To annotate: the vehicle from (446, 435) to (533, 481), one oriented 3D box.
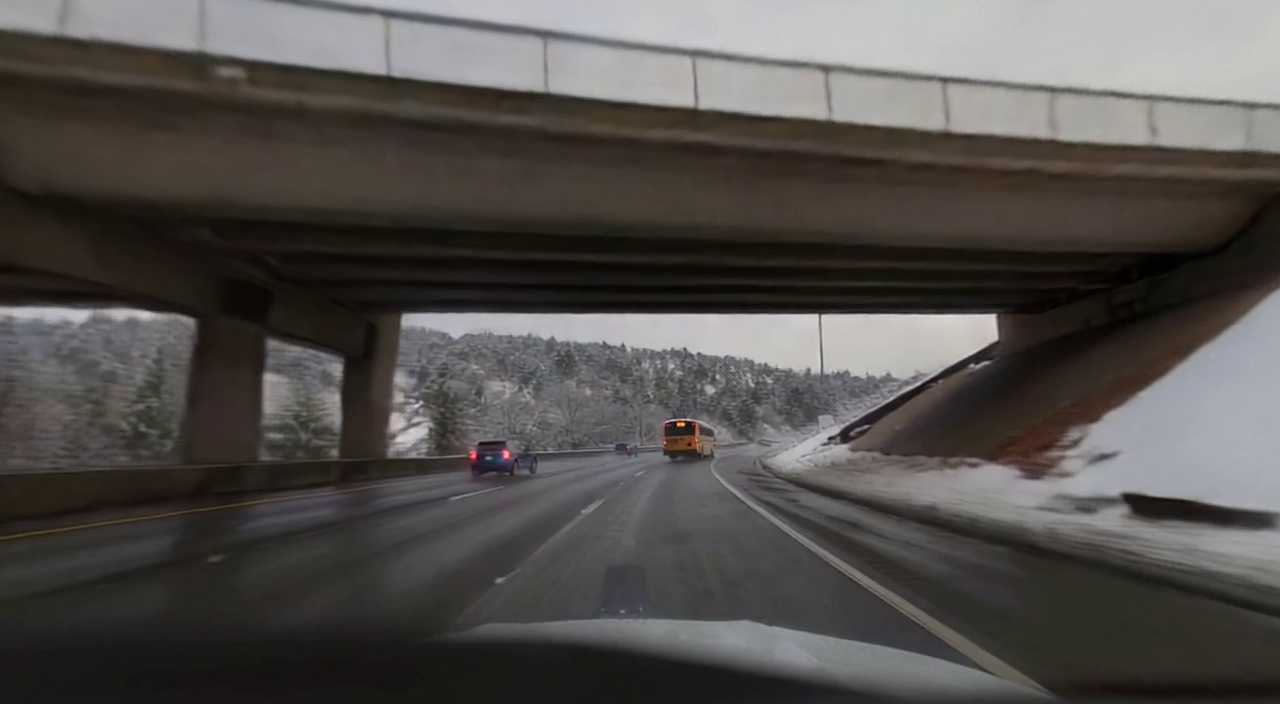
[{"bbox_3d":[-6.066,4.339,26.083,2.172,1.689,4.625,0,-8,4],"label":"vehicle"}]
